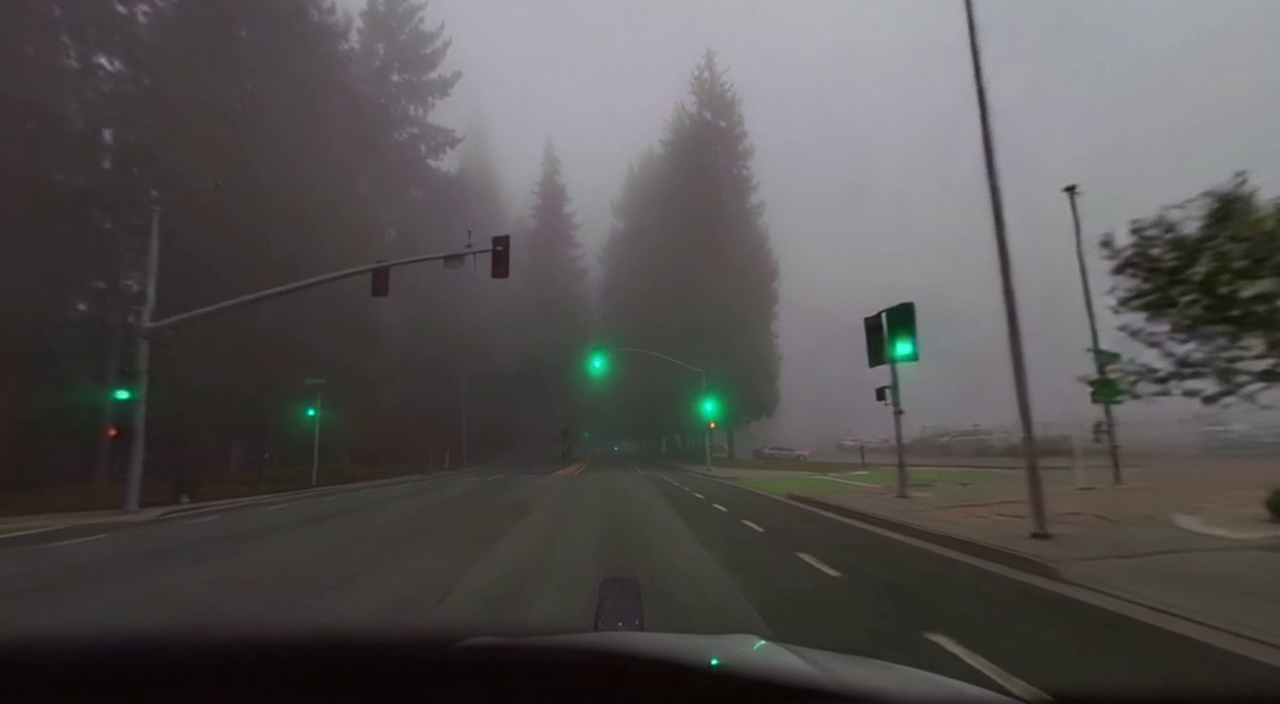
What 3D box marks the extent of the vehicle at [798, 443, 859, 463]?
[{"bbox_3d":[13.795,7.420,46.299,3.914,1.415,1.626,0,-8,0],"label":"vehicle"}]
